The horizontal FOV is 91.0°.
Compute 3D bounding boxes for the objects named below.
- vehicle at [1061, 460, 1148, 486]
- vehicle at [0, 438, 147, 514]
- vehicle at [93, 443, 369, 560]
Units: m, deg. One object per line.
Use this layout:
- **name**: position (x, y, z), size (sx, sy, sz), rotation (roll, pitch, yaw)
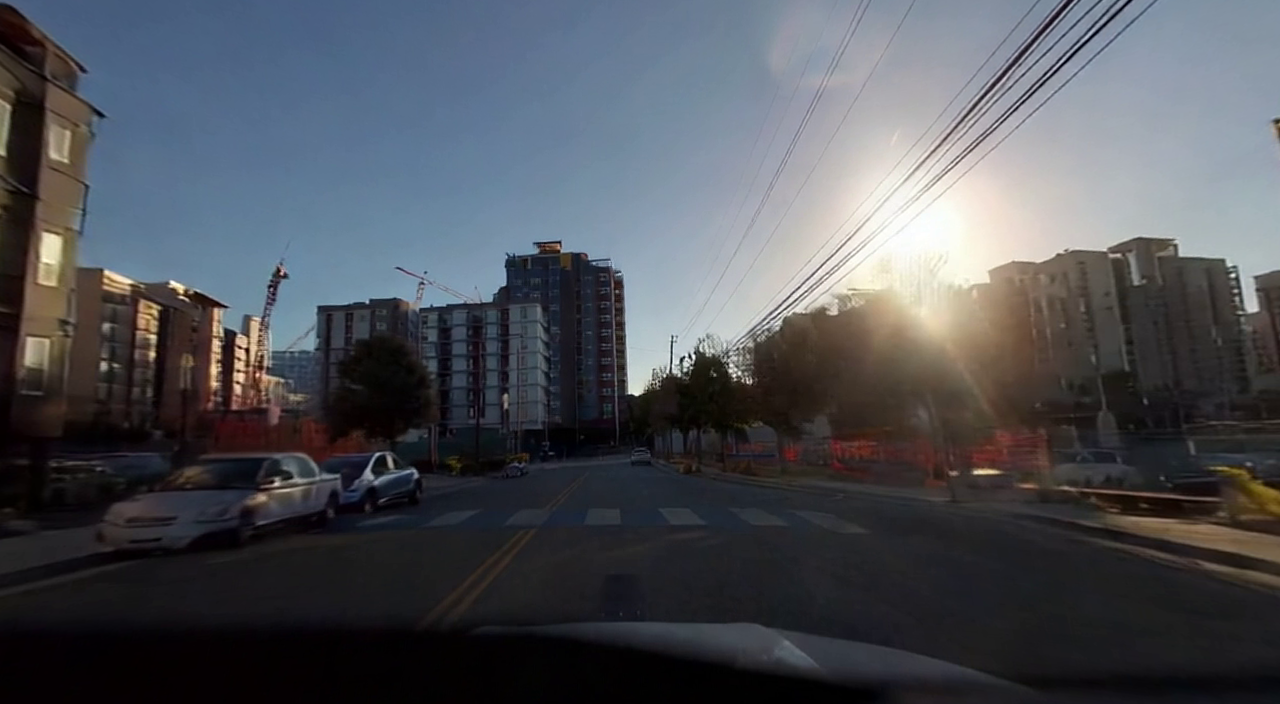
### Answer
- **vehicle**: position (34.687, 9.023, 47.081), size (4.853, 1.751, 2.075), rotation (0, -9, 0)
- **vehicle**: position (-14.176, 3.006, 15.839), size (1.998, 1.576, 5.203), rotation (5, -10, -30)
- **vehicle**: position (-6.859, 2.497, 11.387), size (1.998, 1.633, 4.673), rotation (0, -9, -2)
